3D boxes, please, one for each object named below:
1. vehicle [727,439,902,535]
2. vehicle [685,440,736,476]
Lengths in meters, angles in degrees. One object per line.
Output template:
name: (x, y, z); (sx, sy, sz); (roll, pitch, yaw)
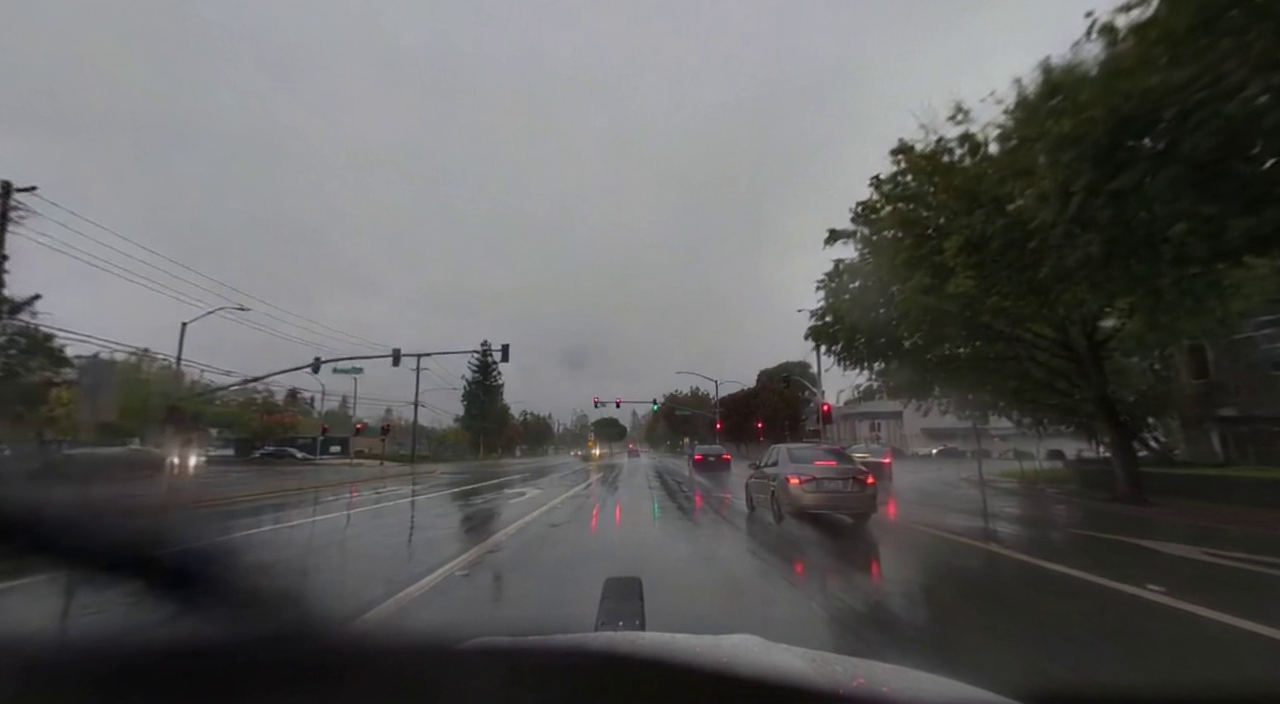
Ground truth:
vehicle: (3.004, 2.407, 11.988); (2.004, 1.455, 4.417); (0, -8, -1)
vehicle: (3.489, 5.370, 32.226); (2.128, 1.699, 4.222); (0, -8, 0)
